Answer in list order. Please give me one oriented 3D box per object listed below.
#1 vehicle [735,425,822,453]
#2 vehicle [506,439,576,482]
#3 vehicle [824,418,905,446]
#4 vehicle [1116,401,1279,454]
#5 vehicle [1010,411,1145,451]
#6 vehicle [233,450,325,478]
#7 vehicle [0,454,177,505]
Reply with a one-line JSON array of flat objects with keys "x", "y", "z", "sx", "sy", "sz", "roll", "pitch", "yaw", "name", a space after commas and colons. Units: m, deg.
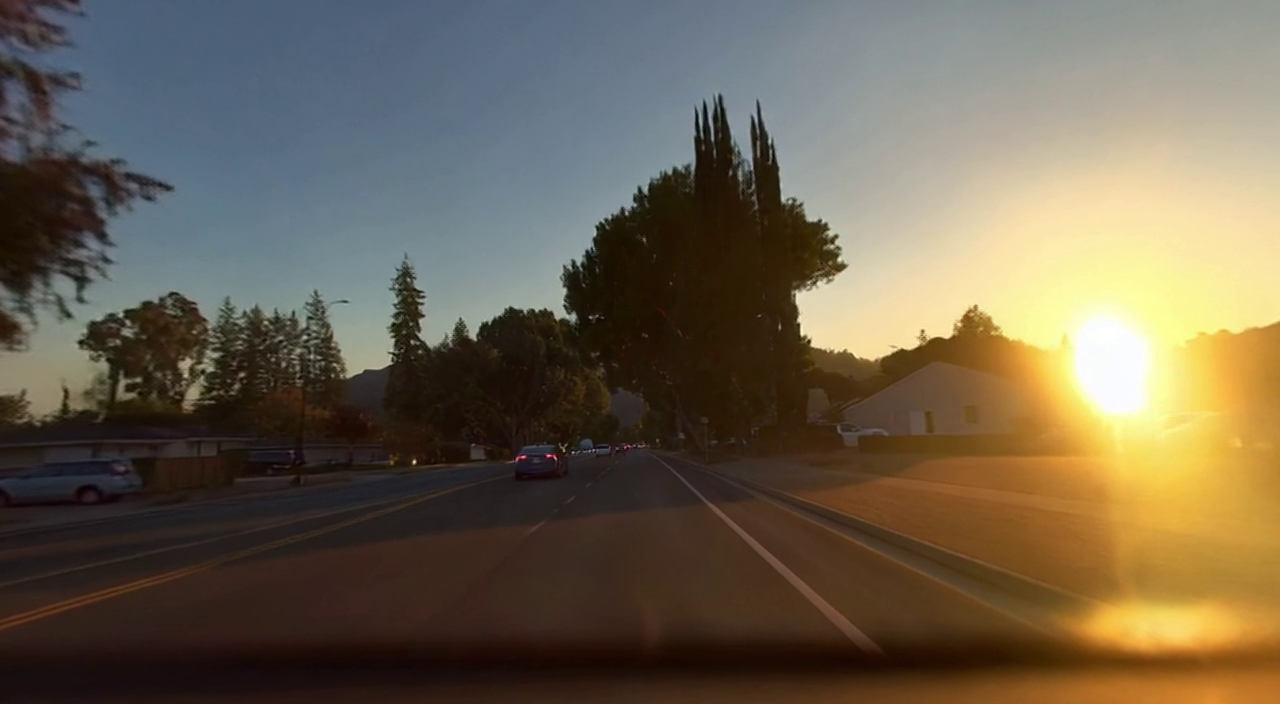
[{"x": 10.458, "y": 6.613, "z": 48.094, "sx": 6.098, "sy": 2.021, "sz": 2.524, "roll": 0, "pitch": -8, "yaw": 1, "name": "vehicle"}, {"x": -3.718, "y": 4.165, "z": 24.557, "sx": 2.030, "sy": 1.467, "sz": 4.251, "roll": 0, "pitch": -8, "yaw": 0, "name": "vehicle"}, {"x": 15.714, "y": 5.679, "z": 44.451, "sx": 4.858, "sy": 1.831, "sz": 2.101, "roll": 1, "pitch": -9, "yaw": -2, "name": "vehicle"}, {"x": 17.178, "y": 2.353, "z": 19.165, "sx": 1.784, "sy": 1.411, "sz": 4.402, "roll": 0, "pitch": -8, "yaw": -5, "name": "vehicle"}, {"x": 19.997, "y": 3.644, "z": 29.010, "sx": 4.605, "sy": 1.480, "sz": 1.994, "roll": -4, "pitch": -7, "yaw": 1, "name": "vehicle"}, {"x": -24.309, "y": 7.560, "z": 42.711, "sx": 4.922, "sy": 1.766, "sz": 1.998, "roll": 0, "pitch": -8, "yaw": -4, "name": "vehicle"}, {"x": -20.818, "y": 4.784, "z": 23.875, "sx": 4.866, "sy": 1.749, "sz": 2.158, "roll": 0, "pitch": -8, "yaw": 1, "name": "vehicle"}]
